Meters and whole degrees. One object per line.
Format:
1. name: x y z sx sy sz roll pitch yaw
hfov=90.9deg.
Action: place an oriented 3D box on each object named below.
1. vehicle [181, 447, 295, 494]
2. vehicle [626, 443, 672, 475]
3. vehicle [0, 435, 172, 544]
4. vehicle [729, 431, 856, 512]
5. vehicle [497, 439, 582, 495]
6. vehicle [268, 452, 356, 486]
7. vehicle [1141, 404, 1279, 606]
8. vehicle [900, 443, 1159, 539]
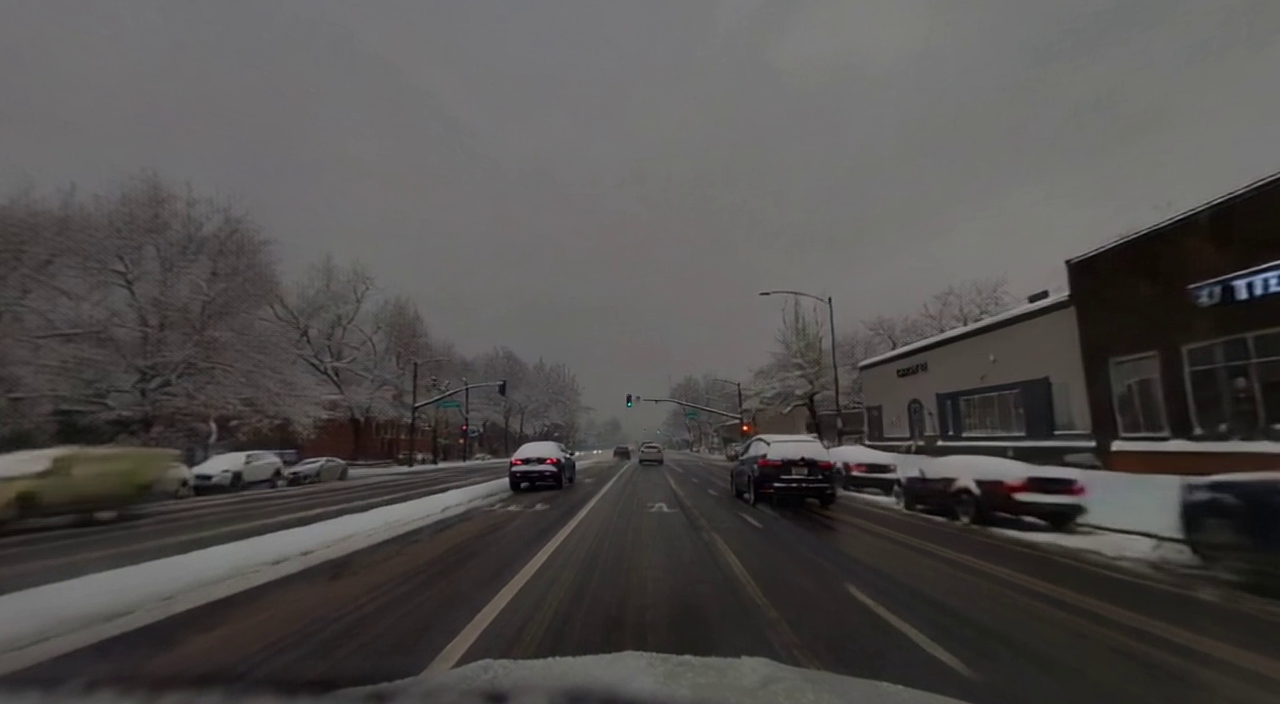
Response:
1. vehicle: -16.897 4.948 26.779 2.001 1.760 4.329 -2 -9 0
2. vehicle: 0.413 5.199 30.887 2.103 1.468 4.094 0 -8 0
3. vehicle: -10.831 2.297 10.884 1.951 1.658 4.473 0 -9 1
4. vehicle: 3.412 2.748 14.914 1.987 1.637 3.896 0 -8 0
5. vehicle: -2.947 3.472 19.394 1.860 1.510 4.073 0 -8 1
6. vehicle: -16.561 5.913 32.168 1.919 1.469 4.719 -2 -8 1
7. vehicle: 6.822 1.201 4.537 2.207 1.789 5.099 0 -8 0
8. vehicle: 7.044 2.513 12.211 1.908 1.467 4.837 0 -8 0
